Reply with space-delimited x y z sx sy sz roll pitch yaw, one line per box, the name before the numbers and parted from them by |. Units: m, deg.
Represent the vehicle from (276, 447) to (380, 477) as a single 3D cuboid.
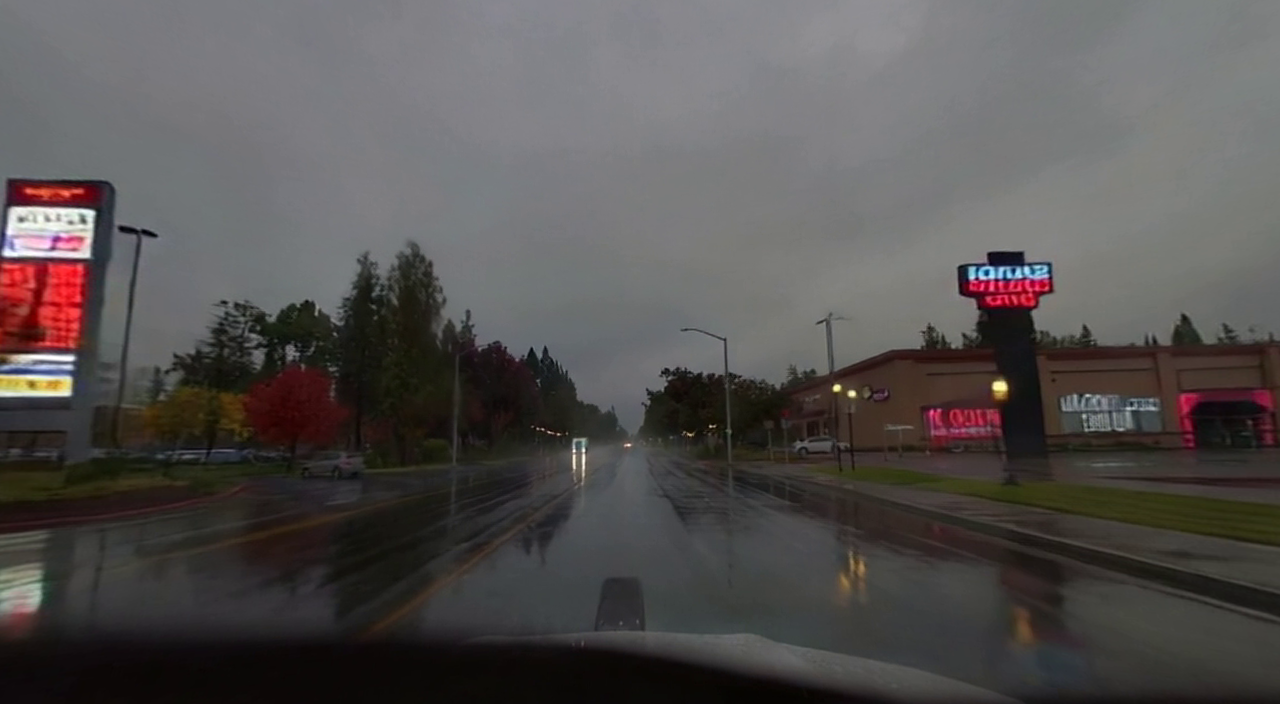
vehicle | -17.082 6.043 34.758 4.658 1.544 2.056 0 -8 1
